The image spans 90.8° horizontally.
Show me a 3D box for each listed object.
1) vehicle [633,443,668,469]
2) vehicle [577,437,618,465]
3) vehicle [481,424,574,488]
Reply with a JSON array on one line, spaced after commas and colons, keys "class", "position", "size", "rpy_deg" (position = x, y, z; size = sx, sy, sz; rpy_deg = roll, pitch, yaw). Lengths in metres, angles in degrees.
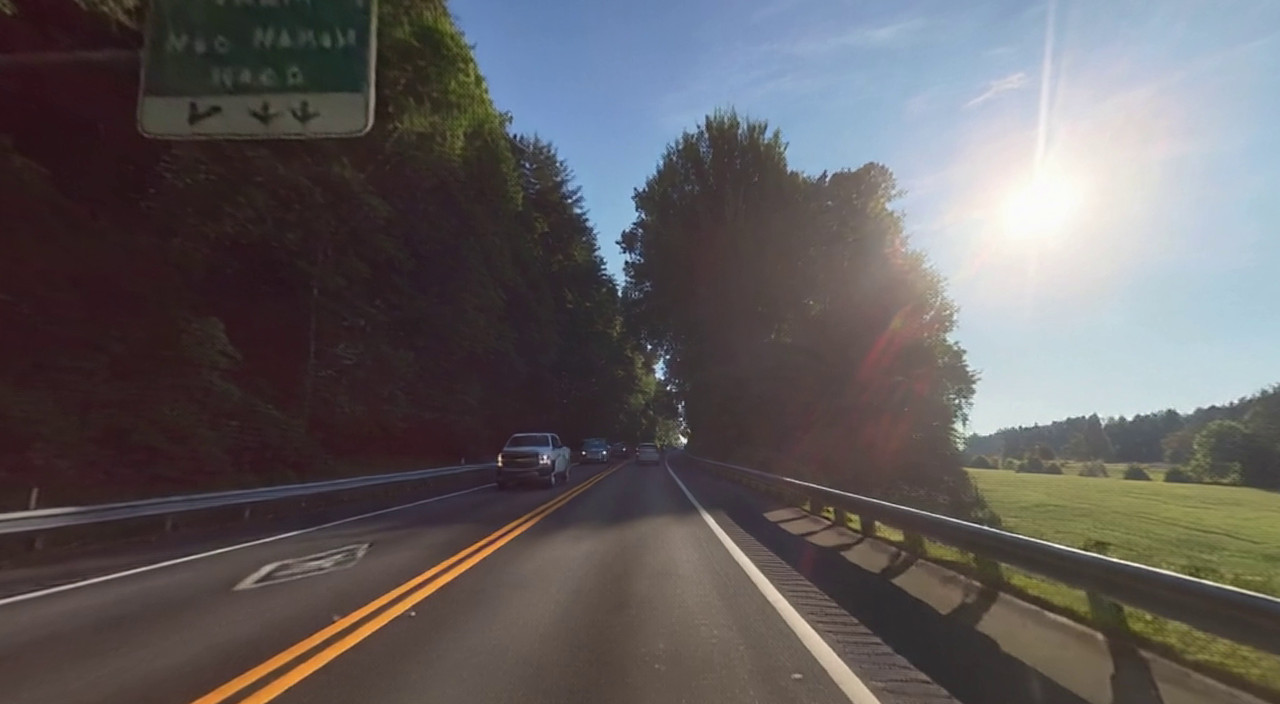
[{"class": "vehicle", "position": [0.648, 6.450, 39.337], "size": [2.067, 1.486, 3.861], "rpy_deg": [0, -9, 1]}, {"class": "vehicle", "position": [-3.214, 7.701, 49.075], "size": [2.461, 2.030, 5.478], "rpy_deg": [-1, -9, 3]}, {"class": "vehicle", "position": [-4.250, 4.092, 25.083], "size": [2.479, 2.208, 5.780], "rpy_deg": [0, -9, 2]}]
